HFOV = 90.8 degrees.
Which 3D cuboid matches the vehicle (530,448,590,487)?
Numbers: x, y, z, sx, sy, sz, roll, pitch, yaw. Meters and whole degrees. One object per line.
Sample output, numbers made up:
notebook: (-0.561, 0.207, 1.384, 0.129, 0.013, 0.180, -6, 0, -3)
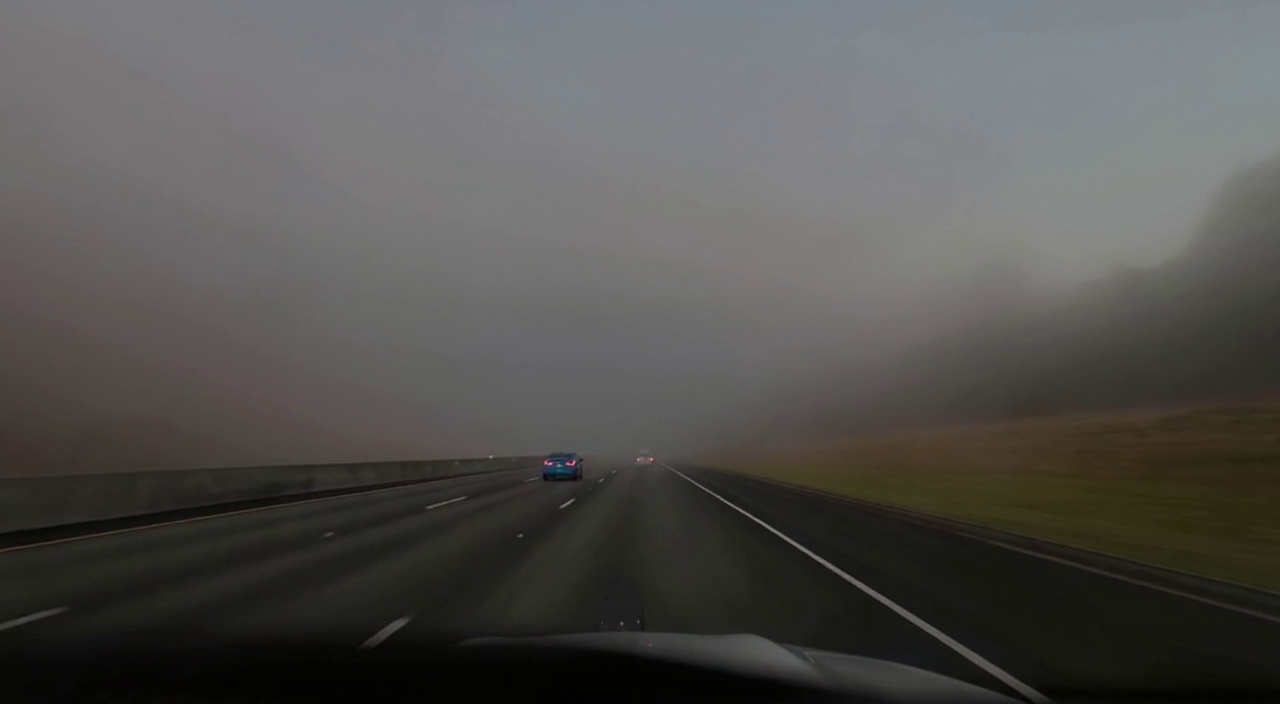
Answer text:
vehicle: (-3.258, 4.781, 26.504, 1.978, 1.498, 4.080, 0, -9, 0)
